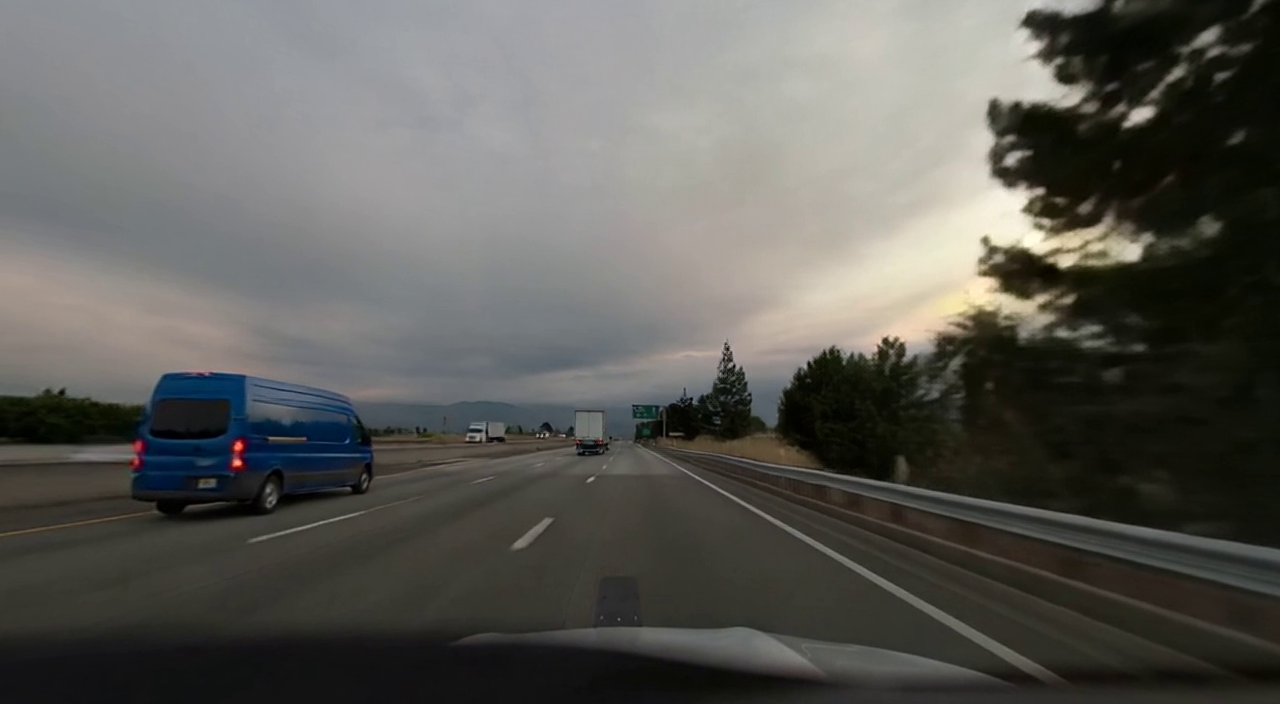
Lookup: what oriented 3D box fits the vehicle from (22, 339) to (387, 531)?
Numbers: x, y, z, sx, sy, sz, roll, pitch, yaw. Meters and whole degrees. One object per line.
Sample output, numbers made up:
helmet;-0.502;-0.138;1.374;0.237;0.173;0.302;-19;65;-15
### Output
vehicle;-7.658;1.652;12.616;2.396;2.763;6.935;0;-8;-1
